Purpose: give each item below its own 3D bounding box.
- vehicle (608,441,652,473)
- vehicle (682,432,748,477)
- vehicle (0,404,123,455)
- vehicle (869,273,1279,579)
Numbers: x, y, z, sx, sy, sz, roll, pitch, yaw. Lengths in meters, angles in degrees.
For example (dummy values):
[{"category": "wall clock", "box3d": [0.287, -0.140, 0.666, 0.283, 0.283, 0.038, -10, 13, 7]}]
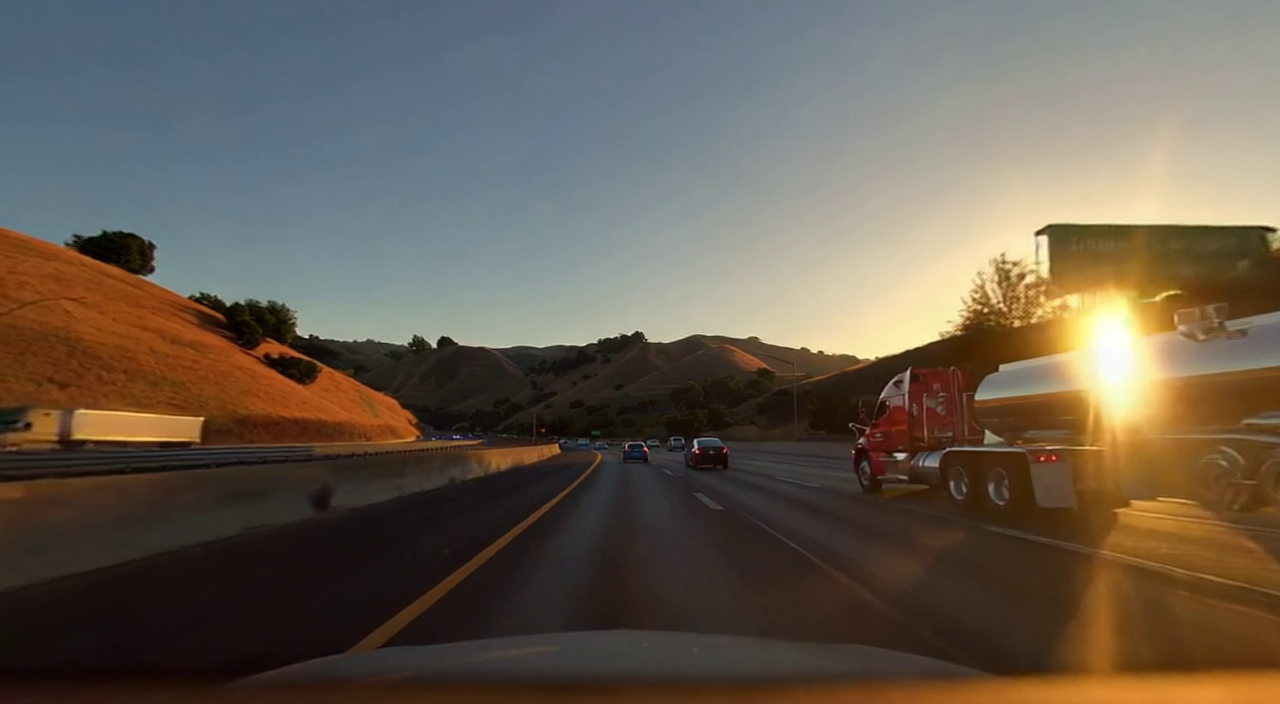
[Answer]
[{"category": "vehicle", "box3d": [-0.568, 5.371, 32.460, 2.083, 1.477, 3.965, 0, -9, -3]}, {"category": "vehicle", "box3d": [3.171, 4.480, 27.729, 2.098, 1.794, 4.561, 0, -9, -4]}, {"category": "vehicle", "box3d": [-40.469, 5.472, 43.735, 2.845, 3.202, 8.020, 0, -9, -3]}, {"category": "vehicle", "box3d": [7.329, 1.393, 10.949, 2.880, 2.975, 9.608, 0, -9, -2]}]
